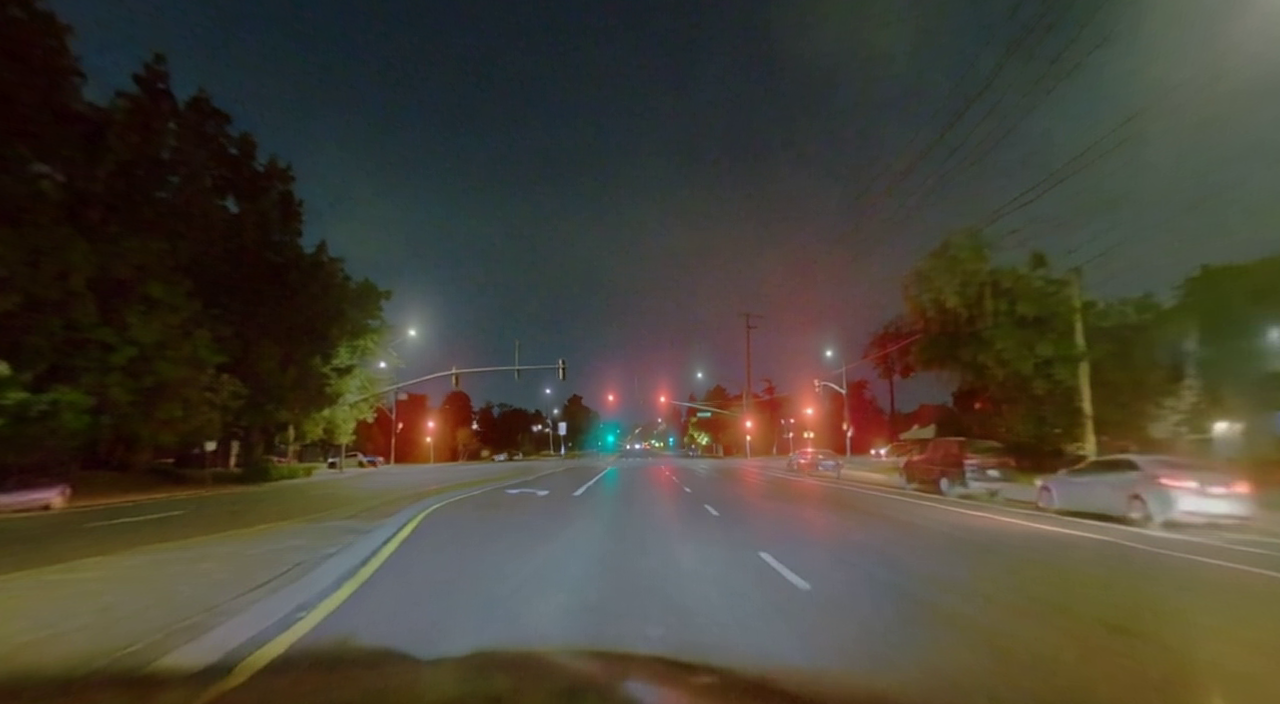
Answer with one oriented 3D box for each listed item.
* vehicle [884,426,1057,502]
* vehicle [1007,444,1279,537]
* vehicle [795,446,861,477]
[{"bbox_3d":[9.812,3.357,19.479,2.245,1.983,5.433,0,-8,-2],"label":"vehicle"},{"bbox_3d":[9.772,2.613,12.706,1.931,1.473,4.742,0,-8,0],"label":"vehicle"},{"bbox_3d":[9.823,5.733,33.494,1.918,1.483,4.813,0,-8,-1],"label":"vehicle"}]
